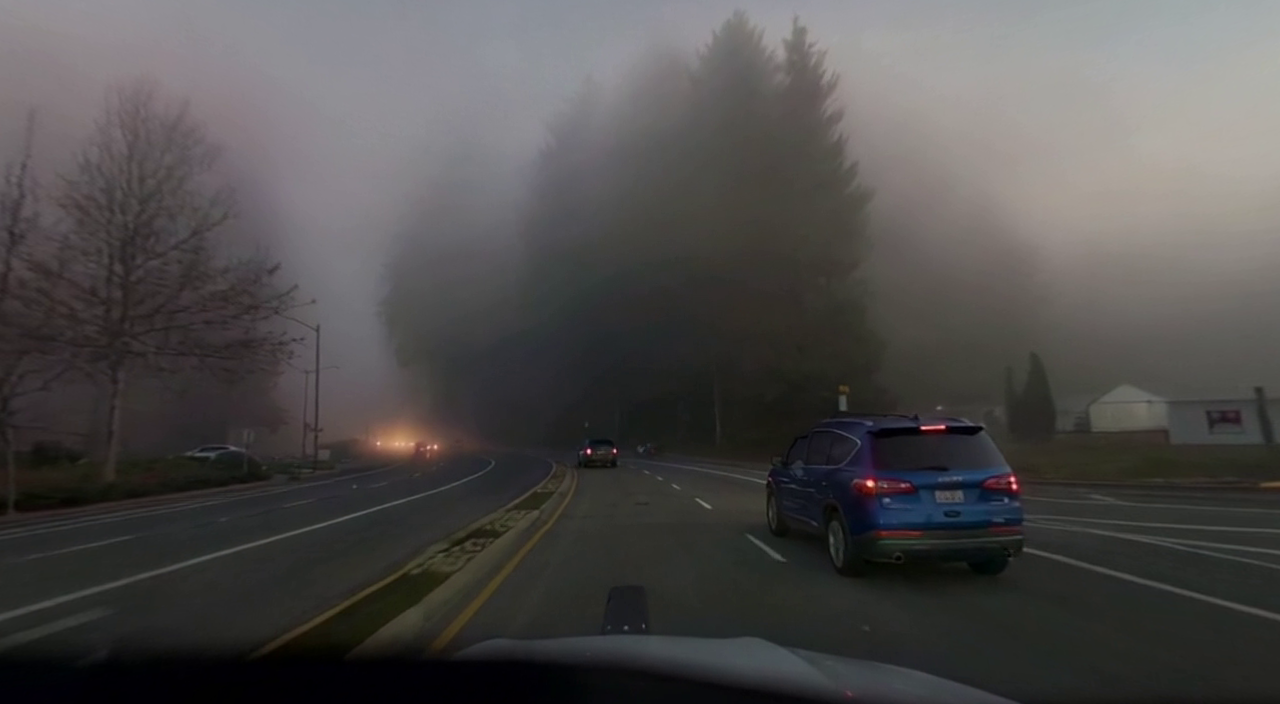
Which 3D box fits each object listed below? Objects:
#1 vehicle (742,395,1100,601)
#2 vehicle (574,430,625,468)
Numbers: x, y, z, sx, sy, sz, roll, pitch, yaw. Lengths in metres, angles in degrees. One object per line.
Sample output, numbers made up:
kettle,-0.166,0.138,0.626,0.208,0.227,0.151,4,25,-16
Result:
vehicle,2.703,1.525,7.560,2.024,1.686,4.588,0,-8,-2
vehicle,-2.238,5.111,33.450,2.185,1.822,4.583,1,-8,-10
